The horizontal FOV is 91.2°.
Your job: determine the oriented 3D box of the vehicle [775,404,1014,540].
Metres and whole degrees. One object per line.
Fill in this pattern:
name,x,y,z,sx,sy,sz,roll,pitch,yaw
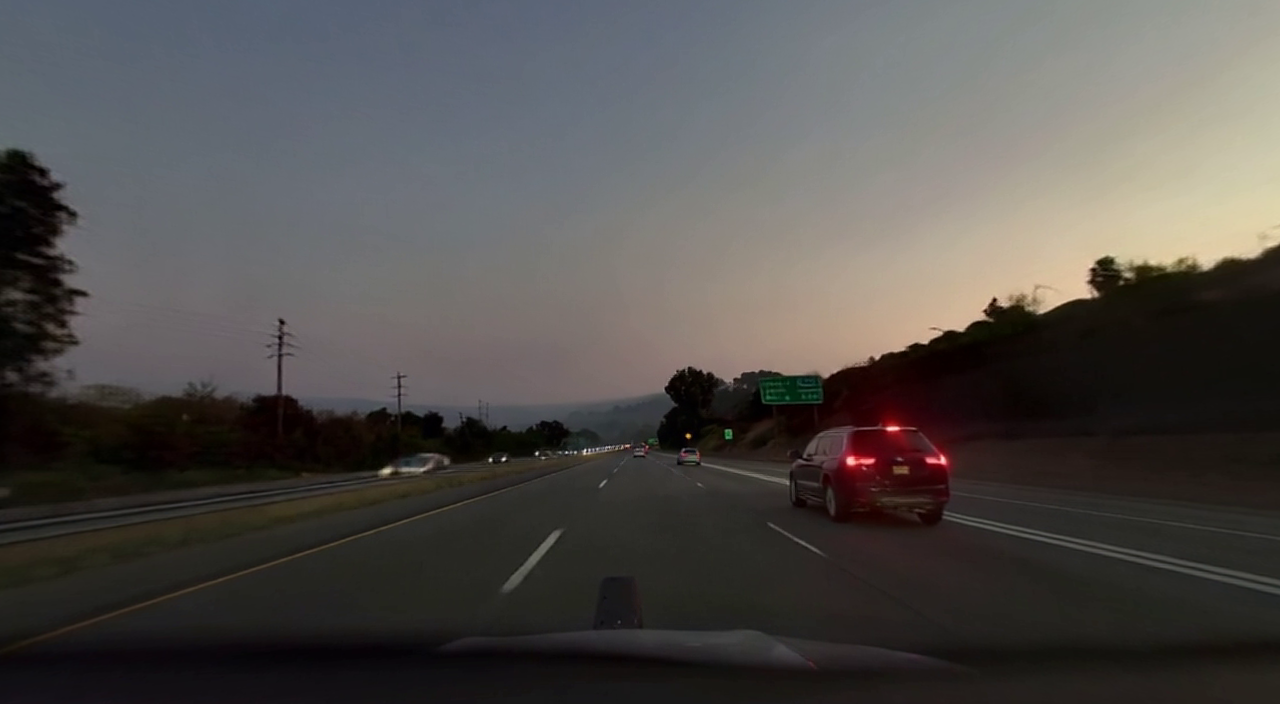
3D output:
vehicle,4.170,2.114,11.549,2.177,1.914,5.245,0,-9,0

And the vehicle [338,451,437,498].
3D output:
vehicle,-8.776,4.252,22.134,1.850,1.509,3.898,0,-9,0

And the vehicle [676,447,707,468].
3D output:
vehicle,3.903,8.042,47.763,1.917,1.488,3.693,0,-9,-2
